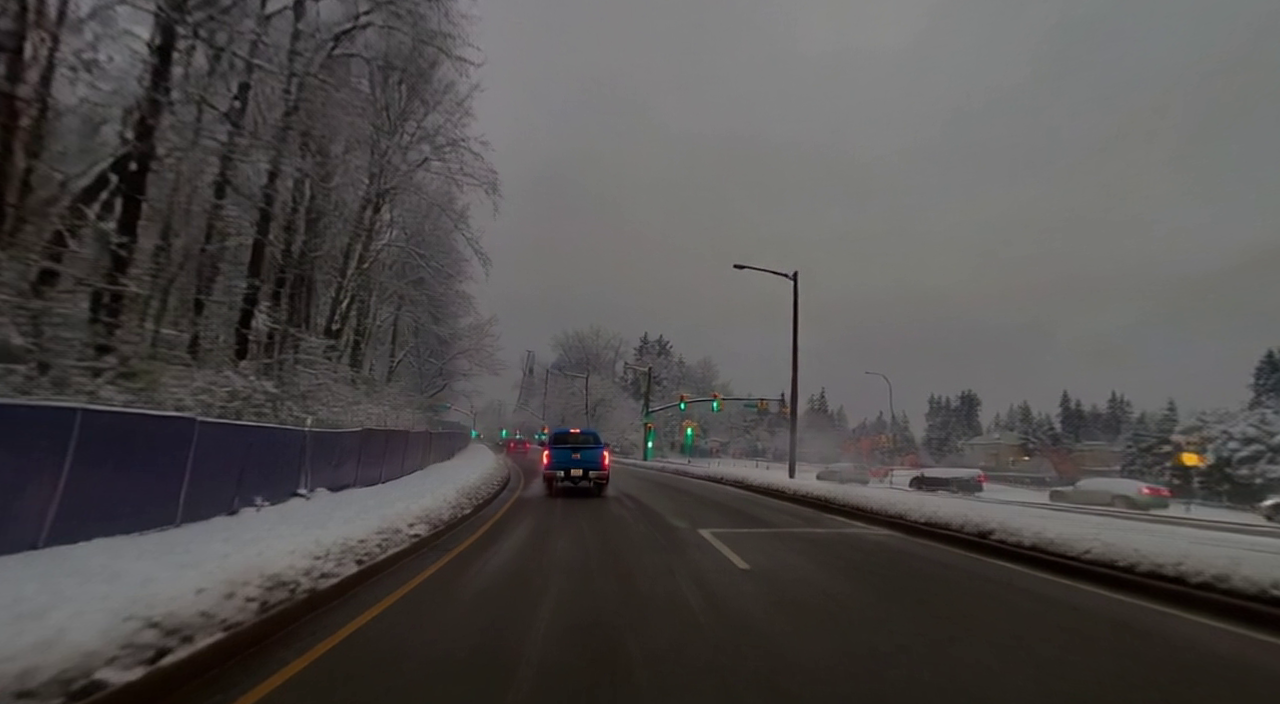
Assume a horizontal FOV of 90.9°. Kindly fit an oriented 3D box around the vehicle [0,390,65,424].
[{"bbox_3d":[-35.482,3.296,36.882,1.907,1.637,5.187,8,-12,-34],"label":"vehicle"}]

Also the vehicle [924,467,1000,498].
[{"bbox_3d":[20.484,8.283,40.356,1.841,1.673,4.470,1,-9,-11],"label":"vehicle"}]

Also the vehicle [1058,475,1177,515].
[{"bbox_3d":[22.510,6.727,29.967,1.805,1.494,4.362,1,-9,-10],"label":"vehicle"}]

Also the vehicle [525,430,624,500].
[{"bbox_3d":[-1.885,3.202,18.308,2.436,1.698,5.322,1,-9,-6],"label":"vehicle"}]

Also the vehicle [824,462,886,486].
[{"bbox_3d":[15.255,8.675,45.012,1.884,1.622,4.485,3,-10,-16],"label":"vehicle"}]

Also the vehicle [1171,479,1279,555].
[{"bbox_3d":[14.910,3.711,14.033,1.838,1.494,4.553,1,-9,-8],"label":"vehicle"}]
